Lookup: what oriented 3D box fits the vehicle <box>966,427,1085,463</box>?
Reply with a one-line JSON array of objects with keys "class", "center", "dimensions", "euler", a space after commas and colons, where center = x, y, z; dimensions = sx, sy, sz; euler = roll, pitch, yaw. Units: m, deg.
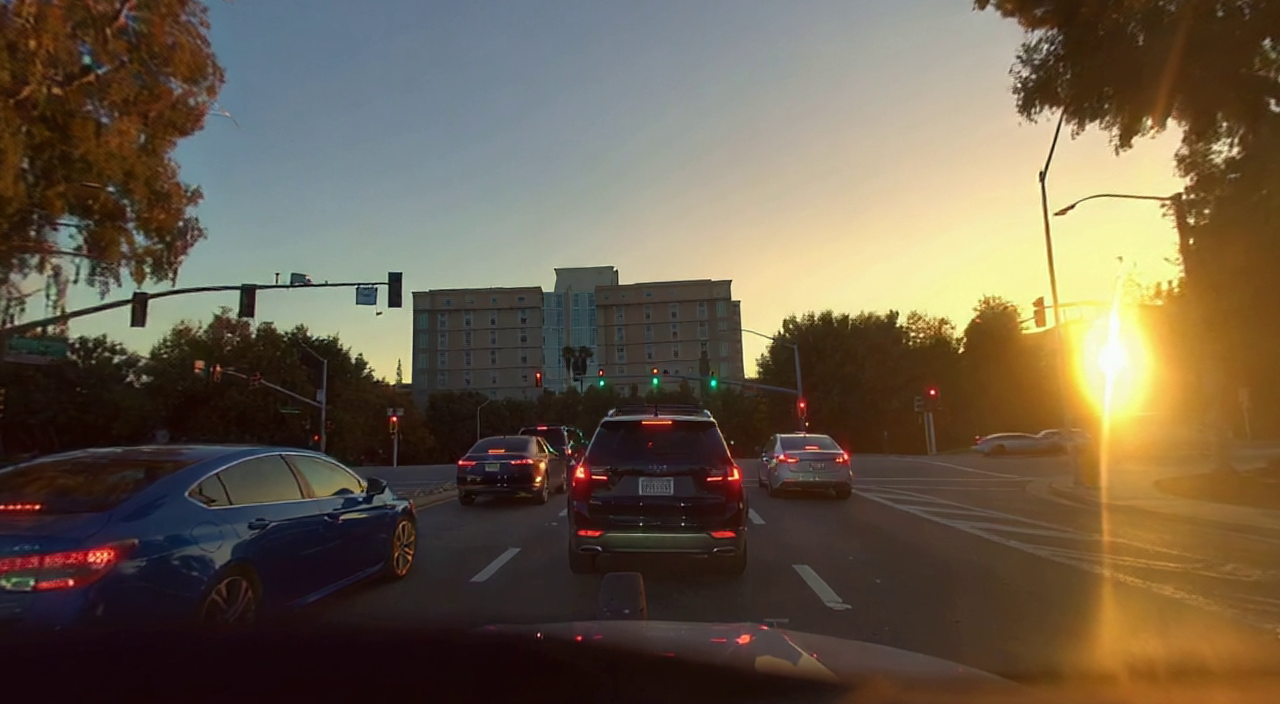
[{"class": "vehicle", "center": [17.513, 4.254, 28.858], "dimensions": [4.026, 1.573, 2.271], "euler": [-2, -9, 11]}]

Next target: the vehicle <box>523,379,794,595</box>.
[{"class": "vehicle", "center": [0.211, 1.465, 7.635], "dimensions": [2.300, 1.832, 4.331], "euler": [0, -8, 2]}]

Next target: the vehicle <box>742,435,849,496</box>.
[{"class": "vehicle", "center": [4.109, 3.058, 17.334], "dimensions": [1.979, 1.453, 4.011], "euler": [0, -8, 1]}]

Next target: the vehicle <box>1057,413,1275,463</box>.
[{"class": "vehicle", "center": [23.078, 3.816, 28.031], "dimensions": [6.879, 1.984, 2.808], "euler": [-2, -7, 7]}]

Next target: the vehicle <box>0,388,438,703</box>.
[{"class": "vehicle", "center": [-3.218, 1.193, 4.386], "dimensions": [1.958, 1.494, 4.624], "euler": [0, -8, 2]}]

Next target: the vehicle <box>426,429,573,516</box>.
[{"class": "vehicle", "center": [-2.678, 2.394, 13.054], "dimensions": [1.851, 1.502, 4.042], "euler": [0, -8, 4]}]
